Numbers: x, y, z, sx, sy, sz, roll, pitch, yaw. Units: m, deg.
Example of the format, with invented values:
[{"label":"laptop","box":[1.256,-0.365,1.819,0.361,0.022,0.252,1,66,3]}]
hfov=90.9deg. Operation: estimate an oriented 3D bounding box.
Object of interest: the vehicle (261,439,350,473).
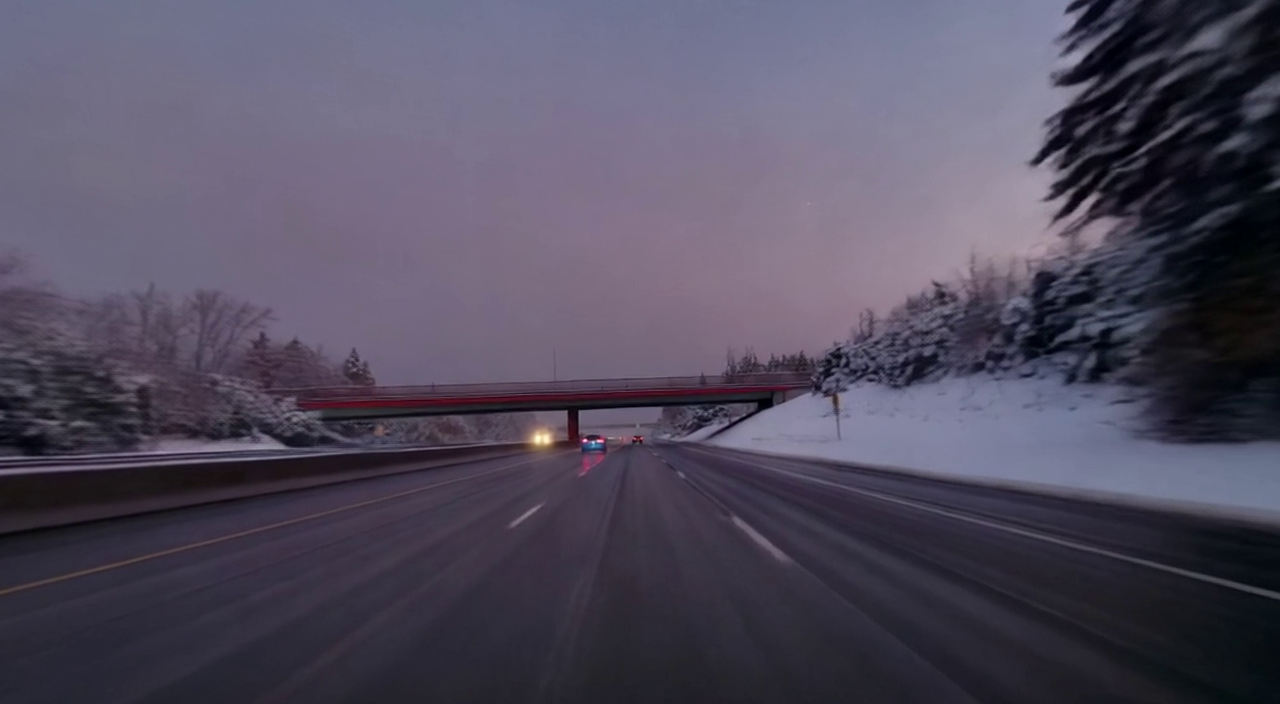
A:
[{"label":"vehicle","box":[-16.421,5.082,31.278,1.867,1.512,4.741,0,-8,0]}]
